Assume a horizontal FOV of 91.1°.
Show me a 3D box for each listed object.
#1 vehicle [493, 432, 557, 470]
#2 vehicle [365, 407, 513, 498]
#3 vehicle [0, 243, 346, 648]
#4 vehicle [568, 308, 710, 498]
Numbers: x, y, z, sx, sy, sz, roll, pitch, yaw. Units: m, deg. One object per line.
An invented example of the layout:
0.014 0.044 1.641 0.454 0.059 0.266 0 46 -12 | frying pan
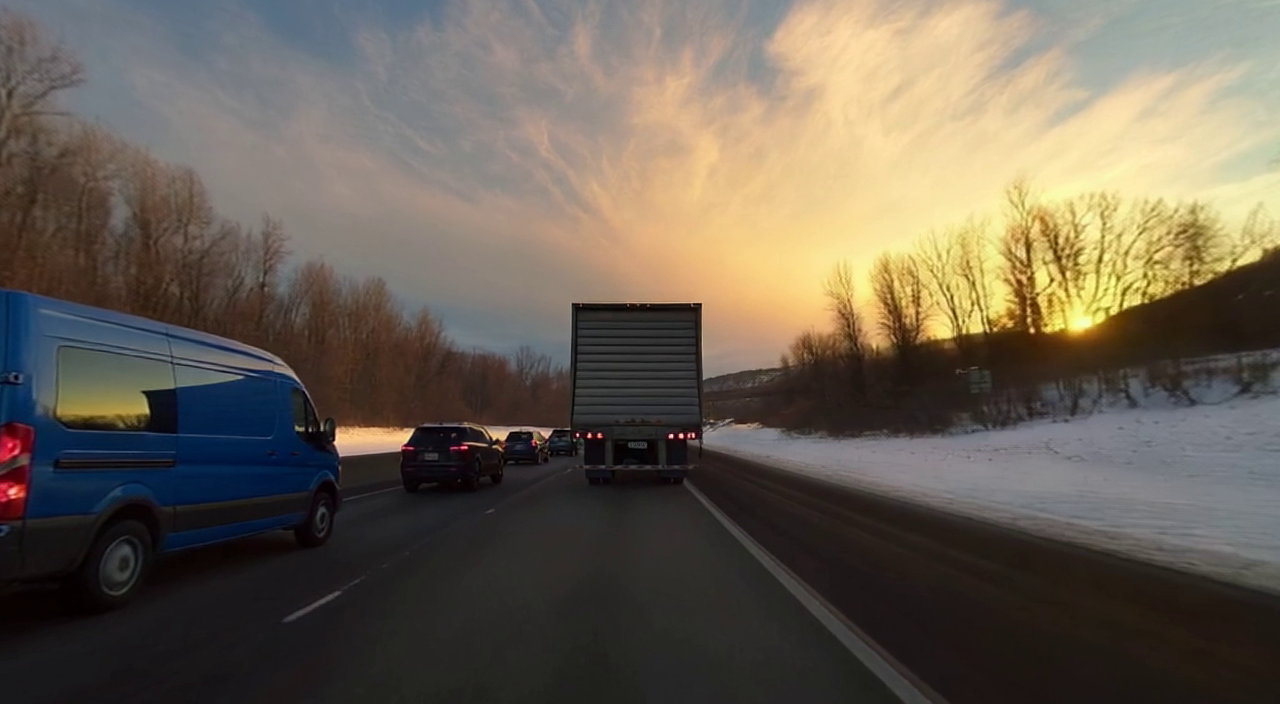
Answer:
-4.903 4.274 27.480 1.931 1.539 4.441 0 -8 0 | vehicle
-4.921 2.550 16.321 2.168 1.985 4.952 0 -8 0 | vehicle
-5.257 0.829 5.736 2.478 2.515 5.438 0 -8 0 | vehicle
-0.040 1.724 18.385 2.953 4.041 10.072 0 -8 0 | vehicle
